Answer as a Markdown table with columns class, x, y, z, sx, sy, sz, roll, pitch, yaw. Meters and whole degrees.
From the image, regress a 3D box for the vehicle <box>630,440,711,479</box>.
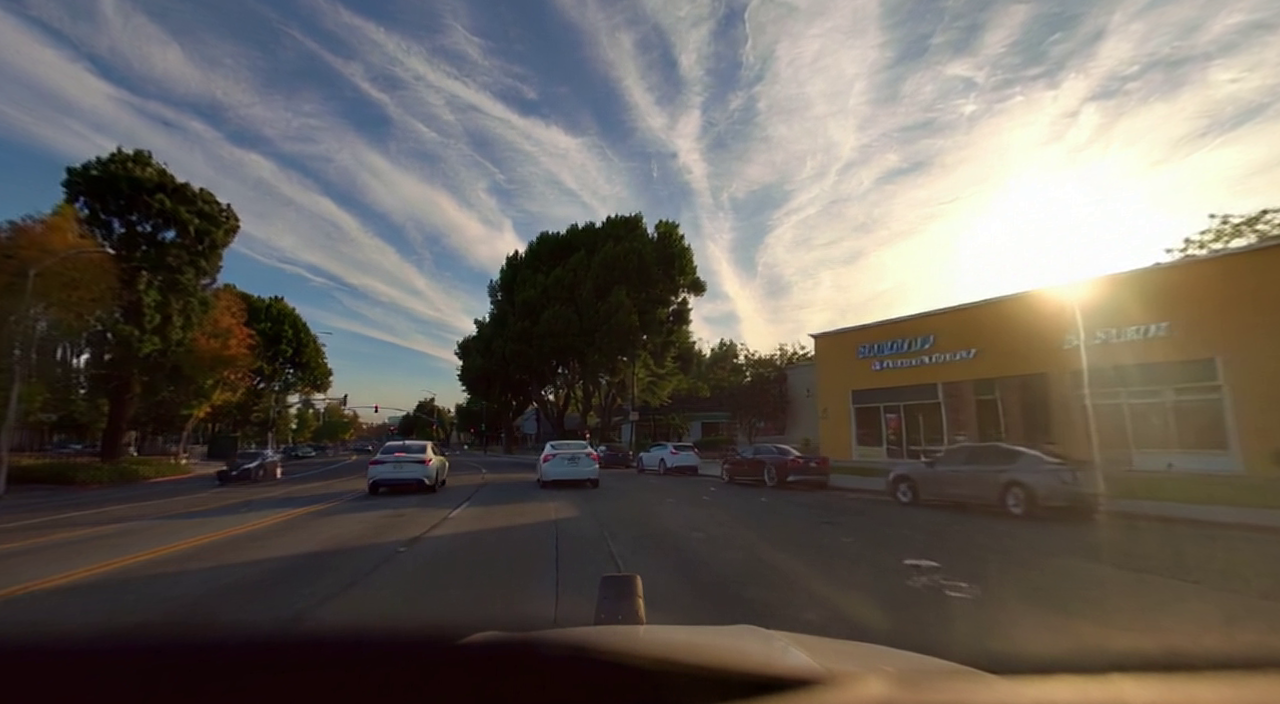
| class | x | y | z | sx | sy | sz | roll | pitch | yaw |
| --- | --- | --- | --- | --- | --- | --- | --- | --- | --- |
| vehicle | 1.218 | 4.634 | 27.414 | 1.905 | 1.537 | 4.276 | 3 | -9 | -21 |

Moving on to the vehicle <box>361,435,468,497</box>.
| class | x | y | z | sx | sy | sz | roll | pitch | yaw |
| --- | --- | --- | --- | --- | --- | --- | --- | --- | --- |
| vehicle | -6.110 | 3.116 | 17.711 | 2.105 | 1.477 | 4.857 | 2 | -9 | -11 |

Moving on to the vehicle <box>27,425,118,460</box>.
| class | x | y | z | sx | sy | sz | roll | pitch | yaw |
| --- | --- | --- | --- | --- | --- | --- | --- | --- | --- |
| vehicle | -40.519 | 6.519 | 45.167 | 2.430 | 2.266 | 6.029 | 5 | -10 | -18 |

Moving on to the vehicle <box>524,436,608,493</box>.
| class | x | y | z | sx | sy | sz | roll | pitch | yaw |
| --- | --- | --- | --- | --- | --- | --- | --- | --- | --- |
| vehicle | -2.350 | 3.321 | 19.029 | 2.001 | 1.483 | 4.442 | 2 | -9 | -13 |

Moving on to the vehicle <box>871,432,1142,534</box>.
| class | x | y | z | sx | sy | sz | roll | pitch | yaw |
| --- | --- | --- | --- | --- | --- | --- | --- | --- | --- |
| vehicle | 6.614 | 2.353 | 12.001 | 1.952 | 1.547 | 4.091 | 3 | -9 | -19 |

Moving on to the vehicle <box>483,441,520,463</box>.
| class | x | y | z | sx | sy | sz | roll | pitch | yaw |
| --- | --- | --- | --- | --- | --- | --- | --- | --- | --- |
| vehicle | -9.568 | 6.858 | 43.239 | 1.920 | 1.416 | 4.310 | 3 | -9 | -20 |

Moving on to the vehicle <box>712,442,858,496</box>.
| class | x | y | z | sx | sy | sz | roll | pitch | yaw |
| --- | --- | --- | --- | --- | --- | --- | --- | --- | --- |
| vehicle | 4.329 | 3.572 | 19.791 | 2.038 | 1.446 | 4.896 | 3 | -9 | -21 |

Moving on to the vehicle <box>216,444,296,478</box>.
| class | x | y | z | sx | sy | sz | roll | pitch | yaw |
| --- | --- | --- | --- | --- | --- | --- | --- | --- | --- |
| vehicle | -17.901 | 5.064 | 29.577 | 2.000 | 1.477 | 4.346 | 2 | -9 | -15 |
